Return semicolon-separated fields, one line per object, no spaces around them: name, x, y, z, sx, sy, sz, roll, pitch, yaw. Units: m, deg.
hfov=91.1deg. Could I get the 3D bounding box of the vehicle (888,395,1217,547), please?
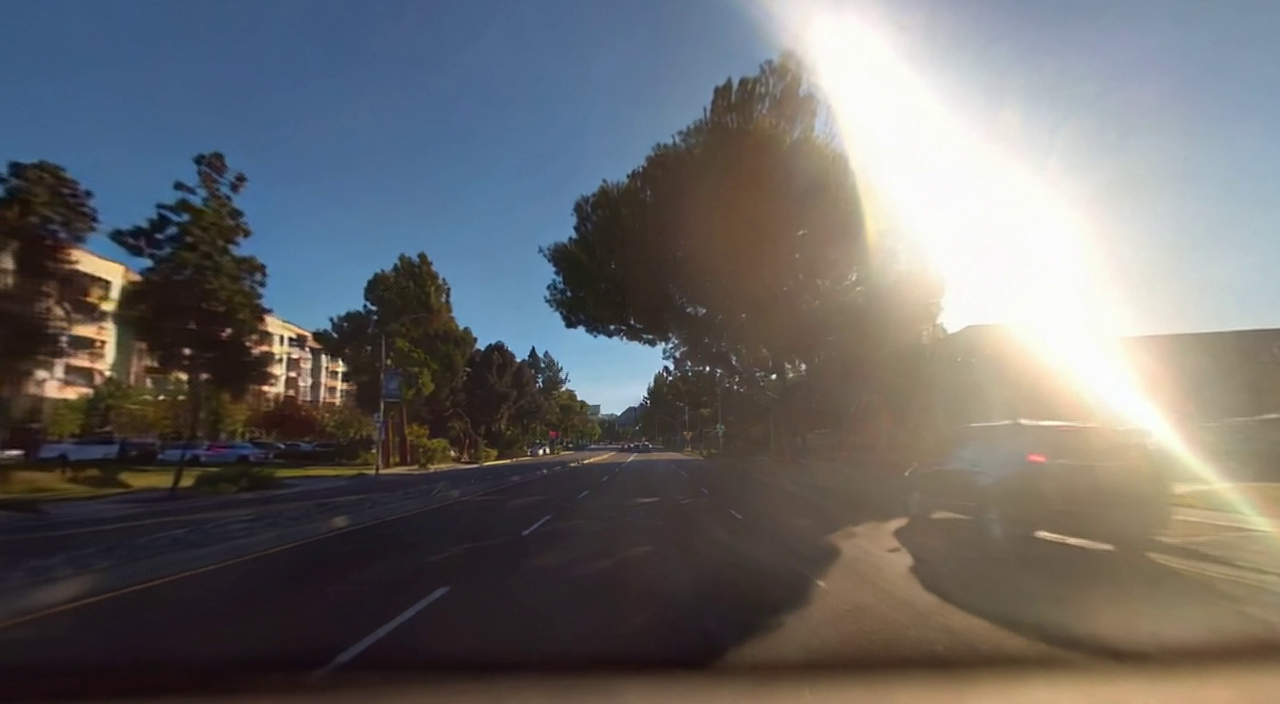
vehicle;6.956;2.100;11.729;2.365;2.138;5.499;0;-8;0
